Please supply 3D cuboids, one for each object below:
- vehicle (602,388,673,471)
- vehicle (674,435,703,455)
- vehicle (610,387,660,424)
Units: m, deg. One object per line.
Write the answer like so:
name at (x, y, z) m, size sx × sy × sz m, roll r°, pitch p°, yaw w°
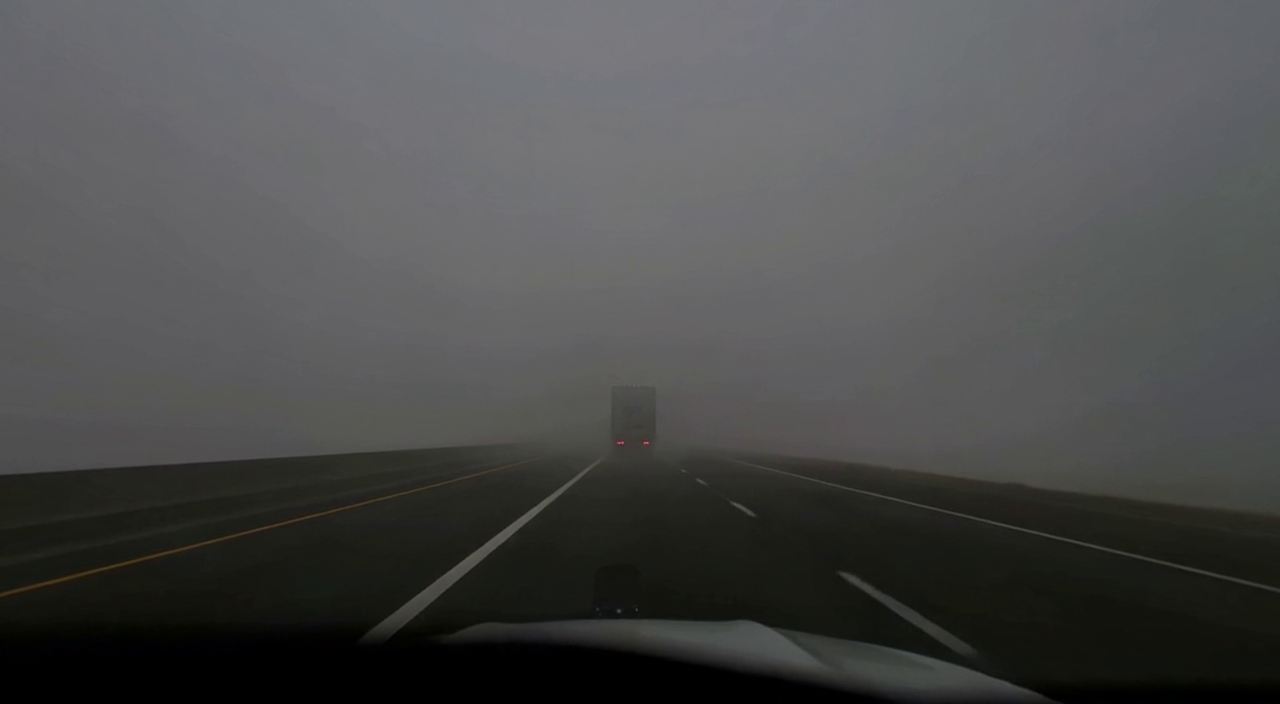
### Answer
vehicle at (-0.304, 4.060, 32.976) m, size 2.953 × 3.406 × 13.372 m, roll 1°, pitch -7°, yaw -2°
vehicle at (3.775, 7.308, 49.639) m, size 1.910 × 1.492 × 4.324 m, roll 0°, pitch -8°, yaw 0°
vehicle at (-0.204, 2.505, 28.730) m, size 2.112 × 1.472 × 4.240 m, roll 0°, pitch -8°, yaw 0°
